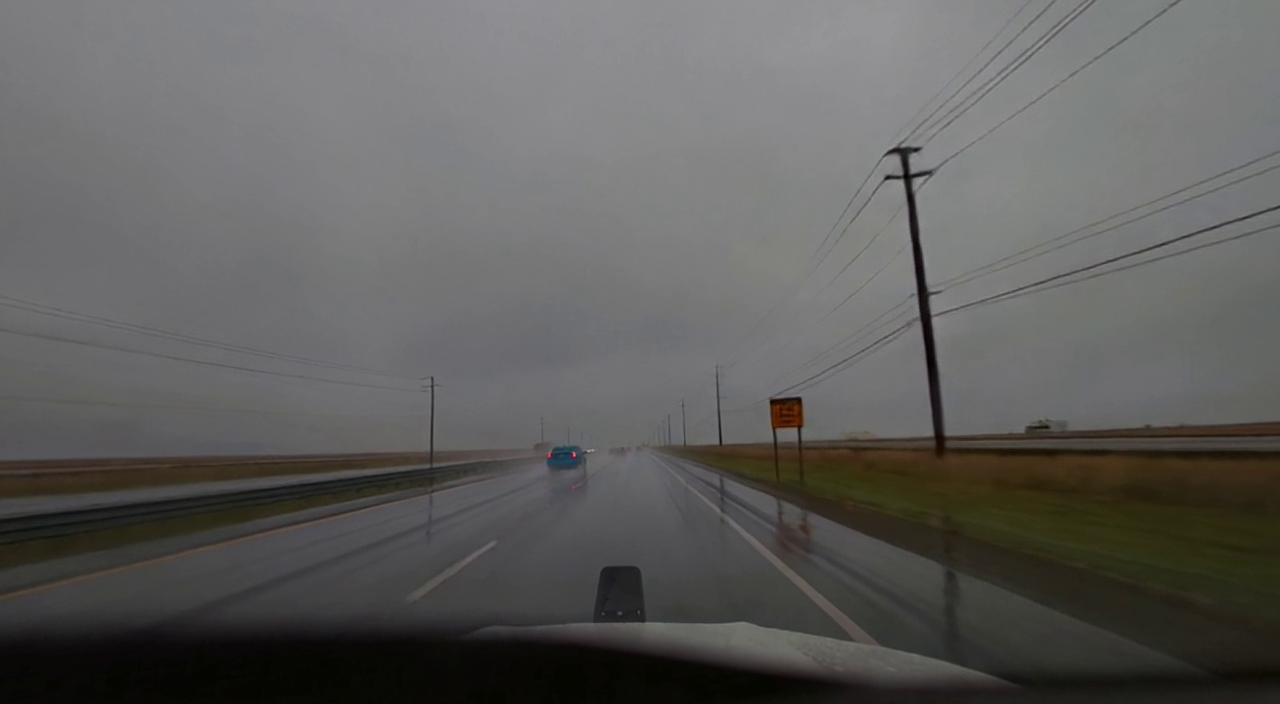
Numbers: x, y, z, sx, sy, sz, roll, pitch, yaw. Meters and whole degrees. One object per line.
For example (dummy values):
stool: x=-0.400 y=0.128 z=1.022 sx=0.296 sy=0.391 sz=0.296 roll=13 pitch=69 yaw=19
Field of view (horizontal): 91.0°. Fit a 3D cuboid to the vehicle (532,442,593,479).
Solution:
vehicle: x=-3.450 y=4.951 z=28.915 sx=2.106 sy=1.543 sz=4.465 roll=0 pitch=-9 yaw=1
